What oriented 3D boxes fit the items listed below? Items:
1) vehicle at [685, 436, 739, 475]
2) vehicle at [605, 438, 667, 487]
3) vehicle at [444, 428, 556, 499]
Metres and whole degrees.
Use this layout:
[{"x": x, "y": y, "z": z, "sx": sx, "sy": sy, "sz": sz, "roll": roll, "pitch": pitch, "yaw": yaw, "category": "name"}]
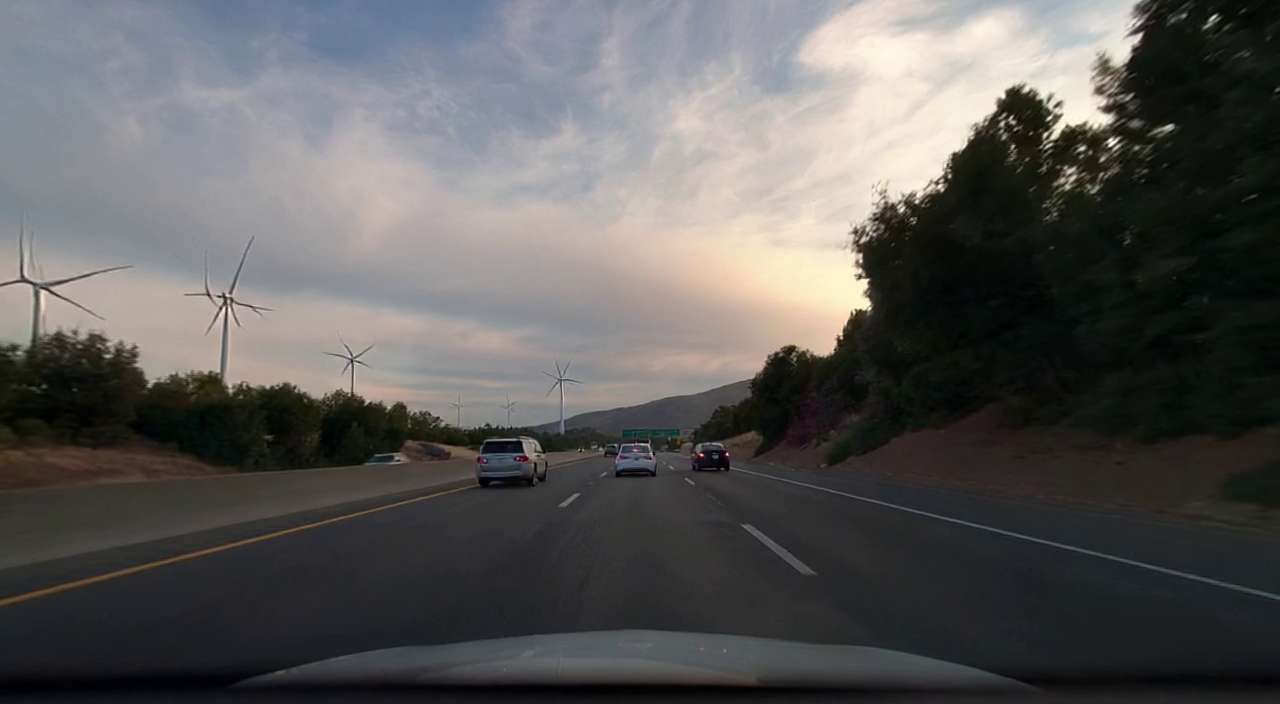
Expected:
[{"x": 3.632, "y": 5.354, "z": 32.674, "sx": 2.104, "sy": 1.861, "sz": 4.956, "roll": 0, "pitch": -9, "yaw": -1, "category": "vehicle"}, {"x": -0.148, "y": 4.048, "z": 23.322, "sx": 2.083, "sy": 1.653, "sz": 3.787, "roll": 0, "pitch": -9, "yaw": 0, "category": "vehicle"}, {"x": -3.886, "y": 3.200, "z": 18.412, "sx": 2.131, "sy": 1.784, "sz": 4.635, "roll": 0, "pitch": -9, "yaw": 1, "category": "vehicle"}]
